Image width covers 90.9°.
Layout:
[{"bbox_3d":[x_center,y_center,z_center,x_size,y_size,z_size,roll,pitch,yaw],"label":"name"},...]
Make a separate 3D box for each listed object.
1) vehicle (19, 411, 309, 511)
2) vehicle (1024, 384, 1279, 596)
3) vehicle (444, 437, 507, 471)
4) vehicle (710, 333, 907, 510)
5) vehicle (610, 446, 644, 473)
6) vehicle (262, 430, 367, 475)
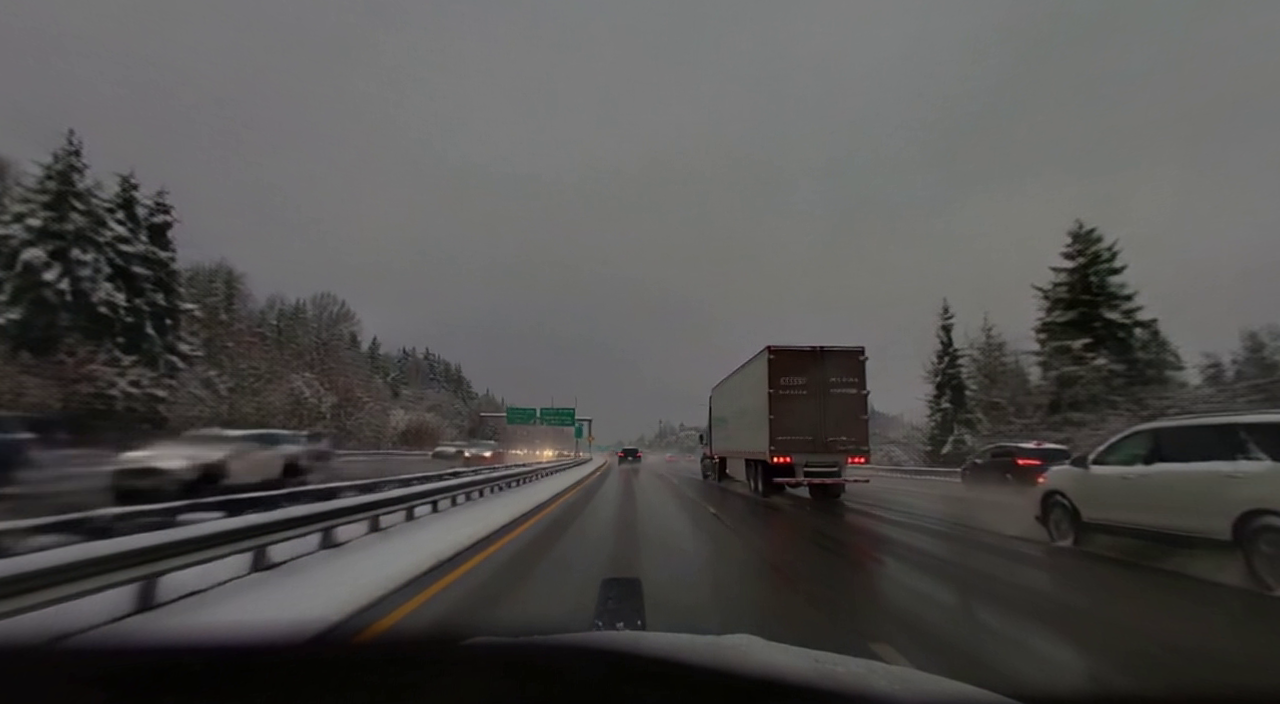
[{"bbox_3d":[-8.412,2.001,11.848,1.952,1.500,4.487,0,-9,0],"label":"vehicle"},{"bbox_3d":[6.808,1.417,6.795,2.128,1.872,5.043,0,-9,0],"label":"vehicle"},{"bbox_3d":[-8.085,5.072,31.442,1.839,1.512,4.771,0,-9,1],"label":"vehicle"},{"bbox_3d":[4.552,2.627,21.276,2.890,4.006,14.039,0,-9,0],"label":"vehicle"},{"bbox_3d":[-0.827,6.900,40.509,2.111,1.599,3.859,0,-9,-1],"label":"vehicle"},{"bbox_3d":[-11.666,3.636,22.851,1.858,1.489,3.611,0,-9,0],"label":"vehicle"}]
